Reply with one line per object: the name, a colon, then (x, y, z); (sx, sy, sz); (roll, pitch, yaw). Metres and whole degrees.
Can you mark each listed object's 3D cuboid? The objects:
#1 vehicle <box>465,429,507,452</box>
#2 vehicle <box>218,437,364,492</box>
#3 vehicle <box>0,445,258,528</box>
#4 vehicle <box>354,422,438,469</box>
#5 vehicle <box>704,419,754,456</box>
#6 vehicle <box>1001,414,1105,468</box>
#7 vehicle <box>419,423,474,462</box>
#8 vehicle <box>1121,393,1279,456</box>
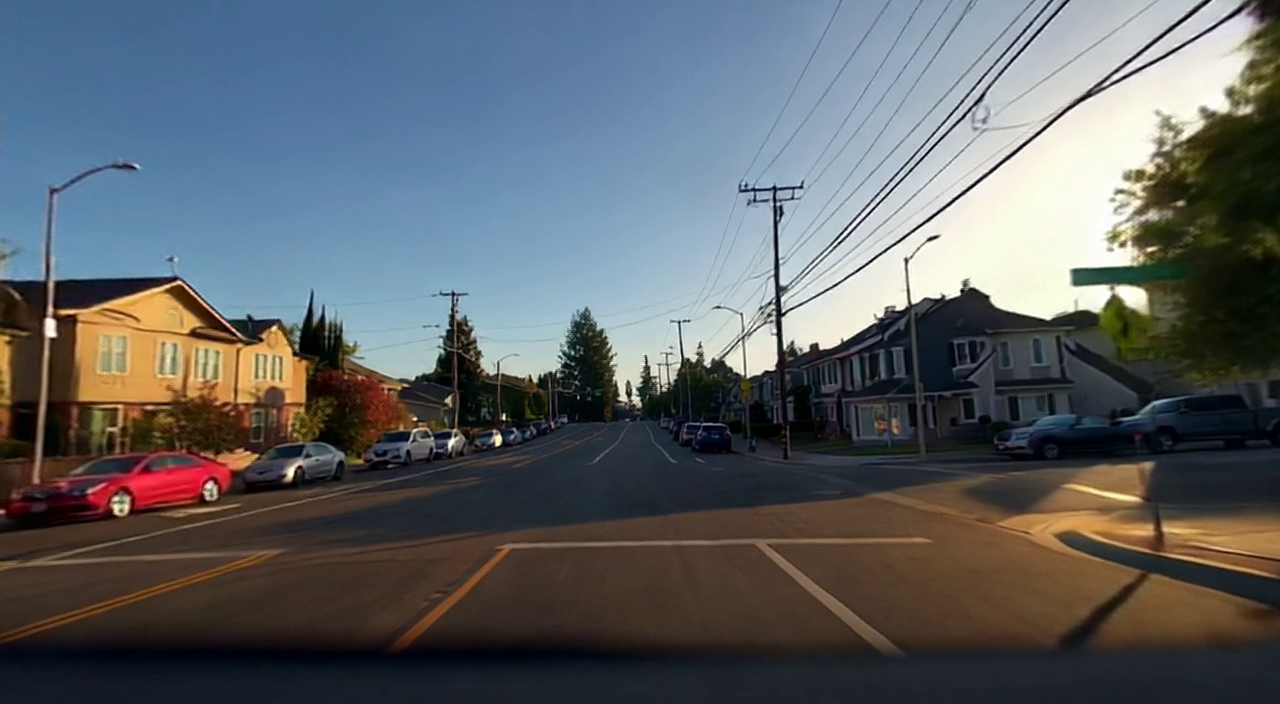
vehicle: (-11.221, 6.492, 46.200); (2.051, 1.520, 4.374); (0, -8, -1)
vehicle: (-11.111, 3.594, 20.600); (2.082, 1.540, 4.654); (0, -8, 0)
vehicle: (-11.066, 2.858, 14.129); (1.970, 1.523, 4.702); (-1, -8, 2)
vehicle: (-11.180, 4.341, 29.384); (2.056, 1.980, 4.763); (0, -8, -1)
vehicle: (4.329, 4.292, 31.440); (1.867, 1.680, 4.176); (0, -9, 0)
vehicle: (13.843, 2.915, 21.064); (2.122, 1.474, 4.313); (-10, -9, 41)
vehicle: (-11.352, 5.271, 37.306); (1.926, 1.998, 4.447); (-4, -6, -2)
vehicle: (19.501, 2.456, 21.153); (4.973, 1.974, 2.140); (0, -9, -1)
